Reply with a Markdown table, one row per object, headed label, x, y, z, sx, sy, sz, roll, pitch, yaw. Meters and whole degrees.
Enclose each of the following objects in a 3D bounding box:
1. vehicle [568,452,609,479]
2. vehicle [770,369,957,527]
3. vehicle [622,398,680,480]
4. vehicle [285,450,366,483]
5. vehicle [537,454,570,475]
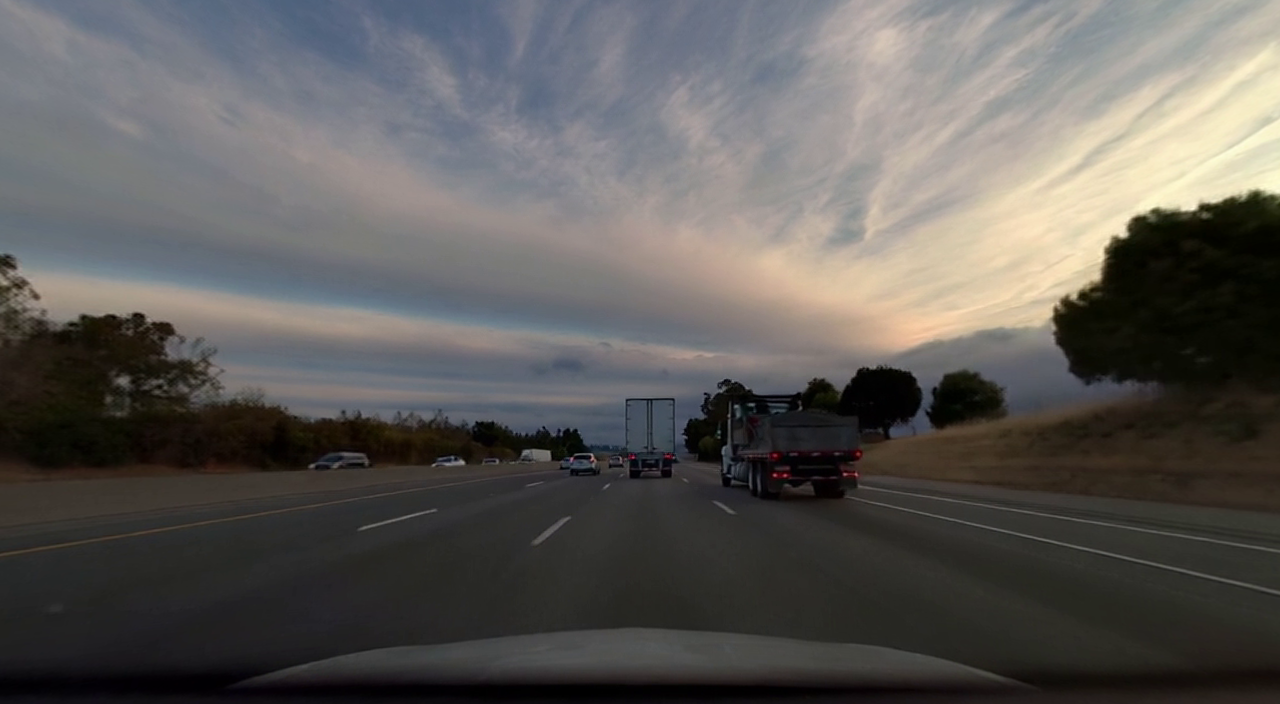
| label | x | y | z | sx | sy | sz | roll | pitch | yaw |
| --- | --- | --- | --- | --- | --- | --- | --- | --- | --- |
| vehicle | -3.072 | 6.873 | 38.433 | 2.061 | 1.555 | 3.900 | 0 | -9 | 1 |
| vehicle | 4.545 | 2.065 | 13.683 | 2.565 | 2.902 | 3.798 | 0 | -9 | 0 |
| vehicle | 0.531 | 5.289 | 37.501 | 2.875 | 4.056 | 12.312 | 0 | -9 | 0 |
| vehicle | -18.414 | 6.682 | 37.200 | 2.150 | 1.800 | 4.867 | 0 | -9 | 2 |
| vehicle | -6.753 | 8.819 | 49.588 | 1.926 | 1.482 | 3.959 | 0 | -9 | 1 |
